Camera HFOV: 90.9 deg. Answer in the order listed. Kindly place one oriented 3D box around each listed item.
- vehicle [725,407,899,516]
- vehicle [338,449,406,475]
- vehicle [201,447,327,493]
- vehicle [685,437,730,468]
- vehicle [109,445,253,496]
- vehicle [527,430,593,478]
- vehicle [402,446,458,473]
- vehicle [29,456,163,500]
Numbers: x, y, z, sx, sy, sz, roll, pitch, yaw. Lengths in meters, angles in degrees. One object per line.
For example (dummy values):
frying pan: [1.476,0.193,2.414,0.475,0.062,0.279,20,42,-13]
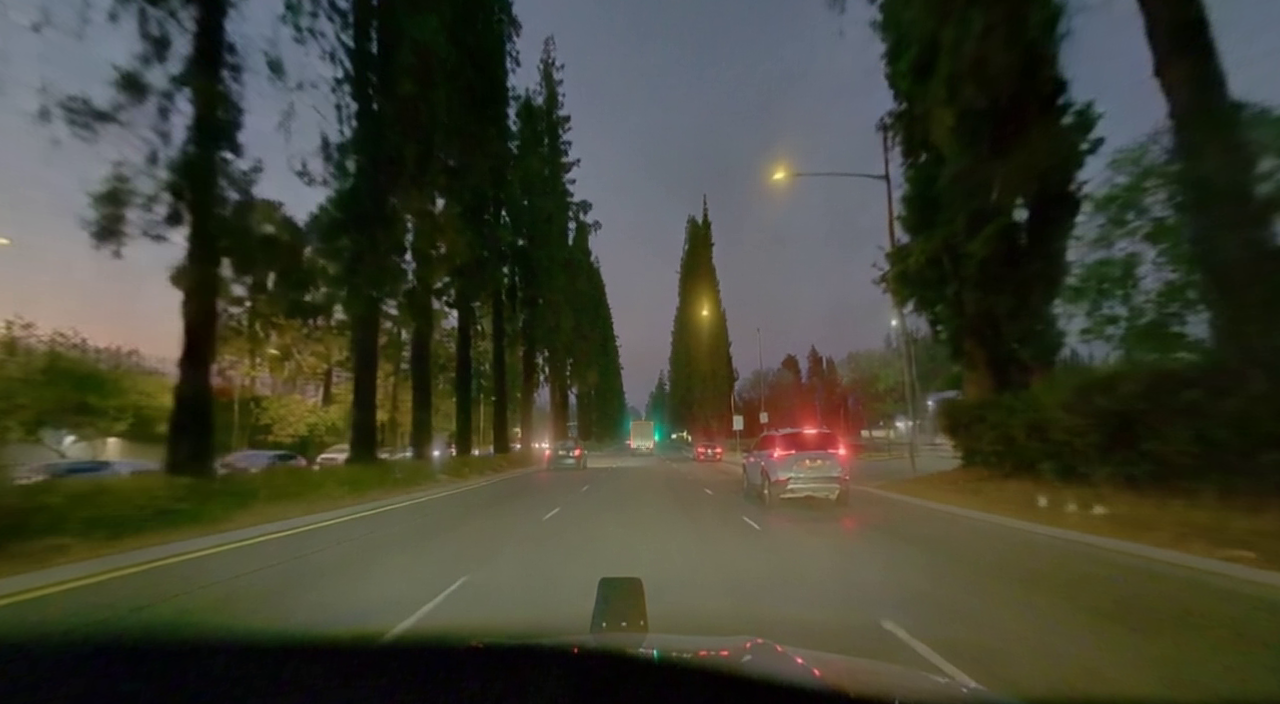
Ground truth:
vehicle: [3.616,2.486,14.783,2.381,2.008,5.971,0,-8,0]
vehicle: [-17.136,7.019,40.595,2.105,1.507,4.927,0,-8,1]
vehicle: [-13.735,4.289,23.387,1.887,1.513,4.442,0,-8,0]
vehicle: [4.102,6.216,39.193,2.280,1.757,4.572,0,-8,0]
vehicle: [-17.664,4.523,24.615,2.059,1.780,4.641,0,-8,1]
vehicle: [-3.483,4.572,28.411,2.255,1.940,4.822,0,-8,1]
vehicle: [-13.482,6.898,40.840,1.989,1.584,5.018,0,-8,-1]
vehicle: [-24.125,5.560,28.246,2.173,1.674,4.690,1,-8,-7]
